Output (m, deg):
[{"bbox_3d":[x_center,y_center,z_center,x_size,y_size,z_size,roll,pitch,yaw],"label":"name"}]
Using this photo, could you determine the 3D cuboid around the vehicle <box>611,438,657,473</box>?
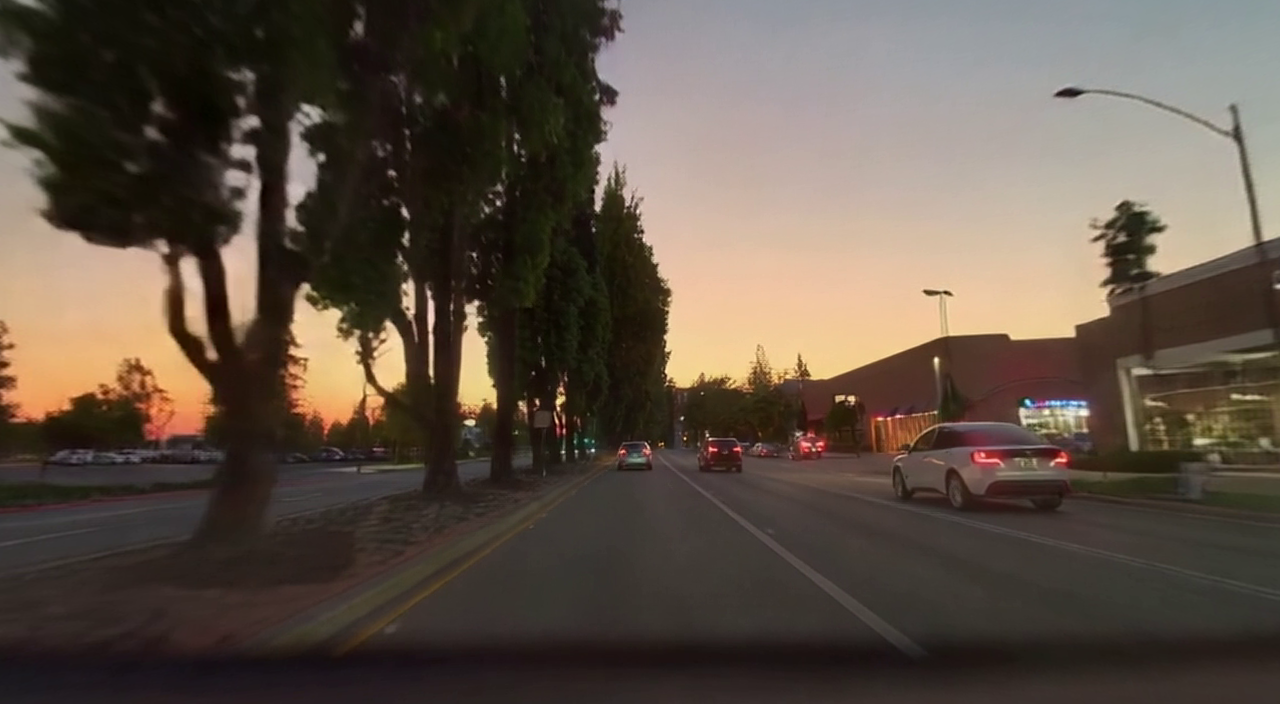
[{"bbox_3d":[-0.266,4.958,30.395,2.037,1.568,3.693,0,-8,0],"label":"vehicle"}]

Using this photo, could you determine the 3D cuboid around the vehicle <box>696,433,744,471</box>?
[{"bbox_3d":[4.131,5.252,33.256,1.955,1.845,4.538,0,-8,1],"label":"vehicle"}]

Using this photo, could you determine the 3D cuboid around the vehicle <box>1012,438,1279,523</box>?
[{"bbox_3d":[10.427,2.609,13.511,1.898,1.475,4.860,0,-8,-1],"label":"vehicle"}]

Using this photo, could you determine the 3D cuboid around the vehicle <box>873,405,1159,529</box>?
[{"bbox_3d":[6.935,2.219,12.767,2.240,1.923,5.678,0,-8,0],"label":"vehicle"}]
